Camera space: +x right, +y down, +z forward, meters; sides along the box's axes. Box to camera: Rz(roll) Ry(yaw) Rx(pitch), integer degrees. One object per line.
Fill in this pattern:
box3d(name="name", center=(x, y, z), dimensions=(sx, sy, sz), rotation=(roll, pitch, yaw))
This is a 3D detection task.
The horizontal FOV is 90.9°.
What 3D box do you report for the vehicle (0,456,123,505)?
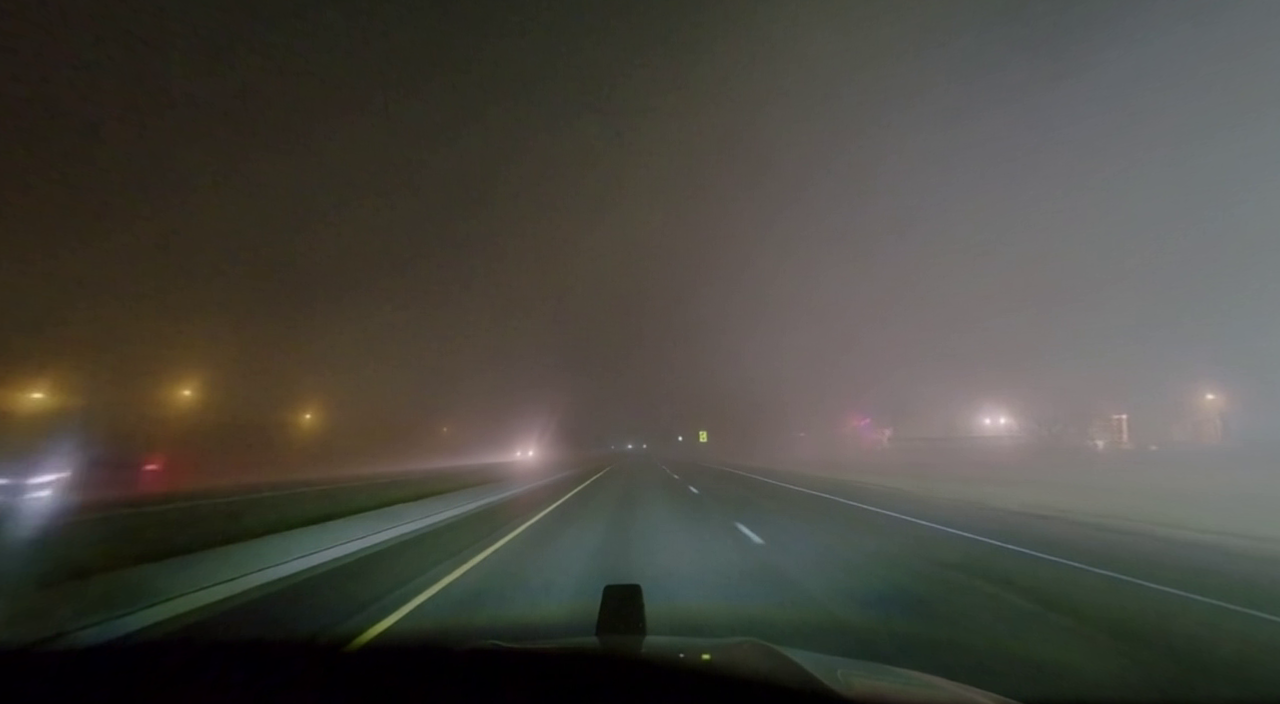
box3d(name="vehicle", center=(-21.433, 4.515, 22.546), dimensions=(1.913, 1.457, 4.700), rotation=(0, -9, 0))
